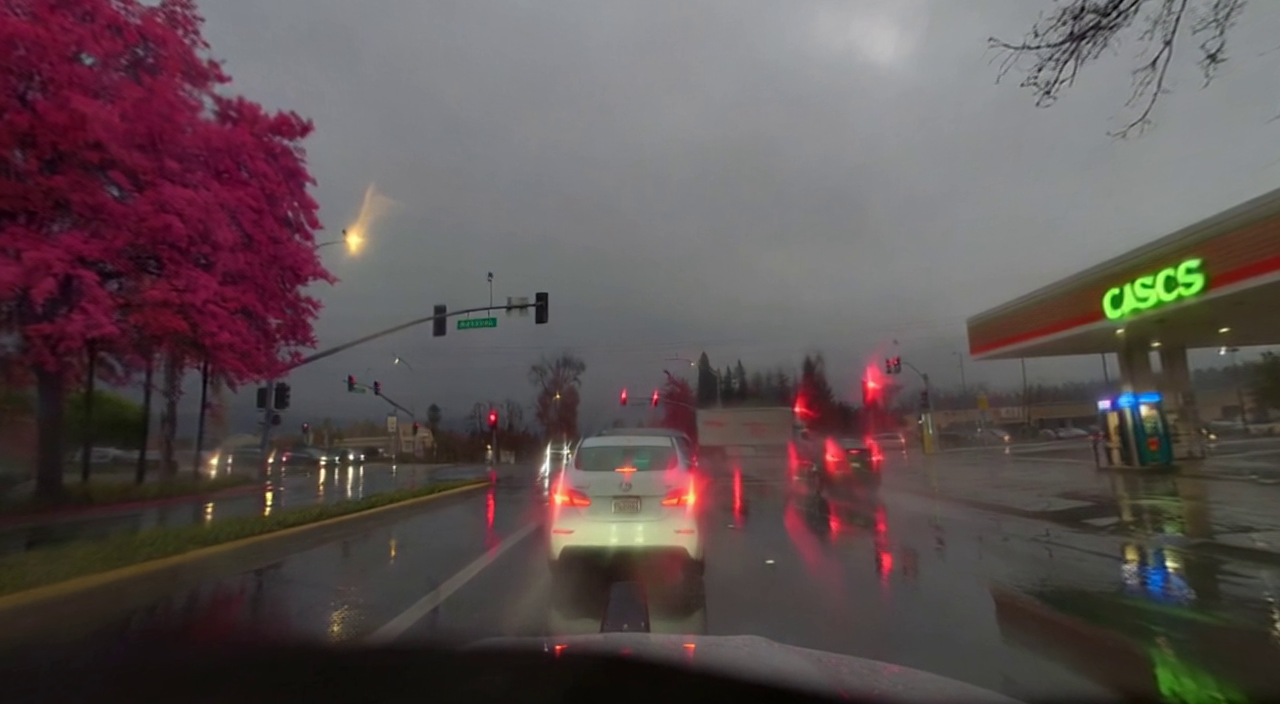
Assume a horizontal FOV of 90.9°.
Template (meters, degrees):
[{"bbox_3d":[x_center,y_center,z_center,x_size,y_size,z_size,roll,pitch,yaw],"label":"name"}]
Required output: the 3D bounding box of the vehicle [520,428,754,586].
[{"bbox_3d":[-0.055,1.773,8.082,2.213,1.482,4.057,0,-8,-1],"label":"vehicle"}]

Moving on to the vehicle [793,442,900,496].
[{"bbox_3d":[6.413,3.641,20.162,1.942,1.511,4.390,0,-8,0],"label":"vehicle"}]

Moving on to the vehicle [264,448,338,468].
[{"bbox_3d":[-26.747,8.366,49.754,4.806,1.472,1.886,-1,-8,5],"label":"vehicle"}]

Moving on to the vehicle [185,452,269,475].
[{"bbox_3d":[-27.957,7.542,42.722,4.609,1.465,1.944,-2,-8,11],"label":"vehicle"}]

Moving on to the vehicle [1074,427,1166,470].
[{"bbox_3d":[18.549,3.684,24.270,4.300,1.495,2.053,8,-12,-43],"label":"vehicle"}]

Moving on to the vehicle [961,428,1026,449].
[{"bbox_3d":[27.580,6.740,49.235,3.968,1.572,1.740,0,-8,3],"label":"vehicle"}]
